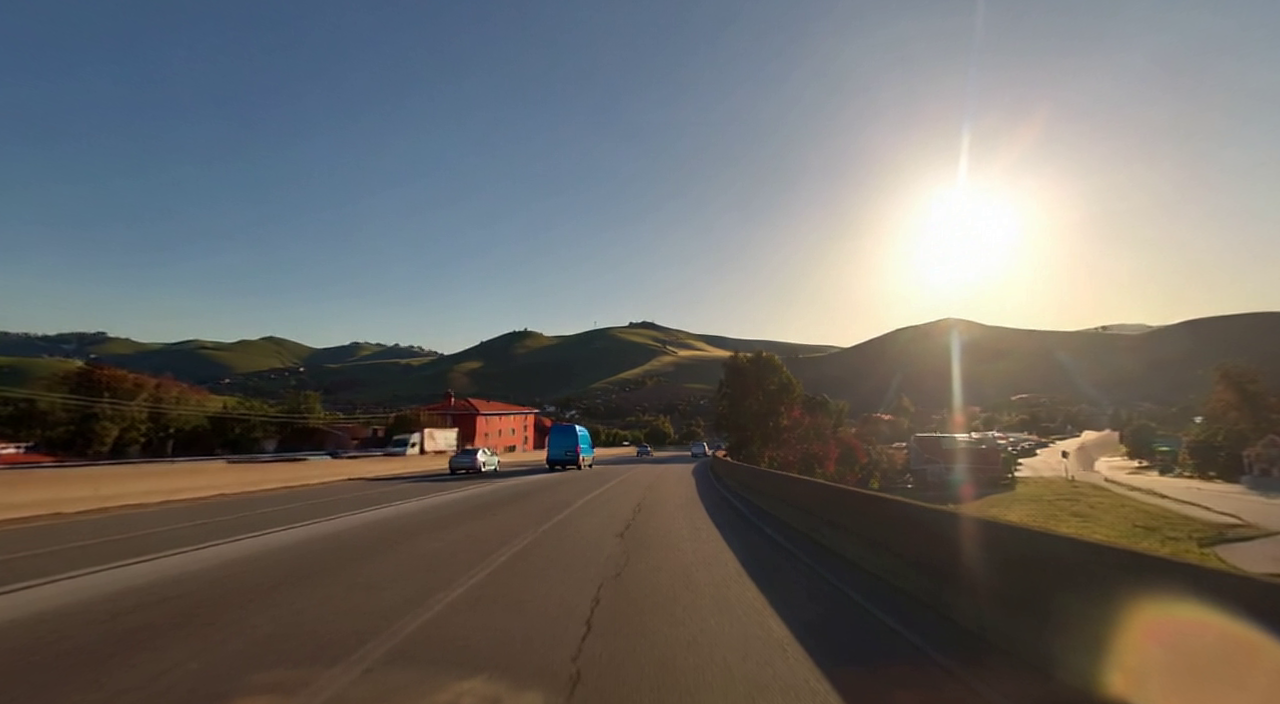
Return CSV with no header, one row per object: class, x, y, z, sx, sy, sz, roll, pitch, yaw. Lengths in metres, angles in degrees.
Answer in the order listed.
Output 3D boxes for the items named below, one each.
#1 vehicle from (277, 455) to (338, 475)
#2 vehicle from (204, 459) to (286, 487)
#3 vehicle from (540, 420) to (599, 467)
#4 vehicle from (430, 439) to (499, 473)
vehicle,-26.021,8.832,49.601,1.920,1.475,4.695,-1,-9,6
vehicle,-23.739,7.271,38.164,1.810,1.457,4.410,-1,-9,5
vehicle,-4.292,5.778,39.698,2.314,2.703,6.441,-1,-9,6
vehicle,-8.648,5.153,31.475,1.821,1.524,4.342,-1,-9,6
